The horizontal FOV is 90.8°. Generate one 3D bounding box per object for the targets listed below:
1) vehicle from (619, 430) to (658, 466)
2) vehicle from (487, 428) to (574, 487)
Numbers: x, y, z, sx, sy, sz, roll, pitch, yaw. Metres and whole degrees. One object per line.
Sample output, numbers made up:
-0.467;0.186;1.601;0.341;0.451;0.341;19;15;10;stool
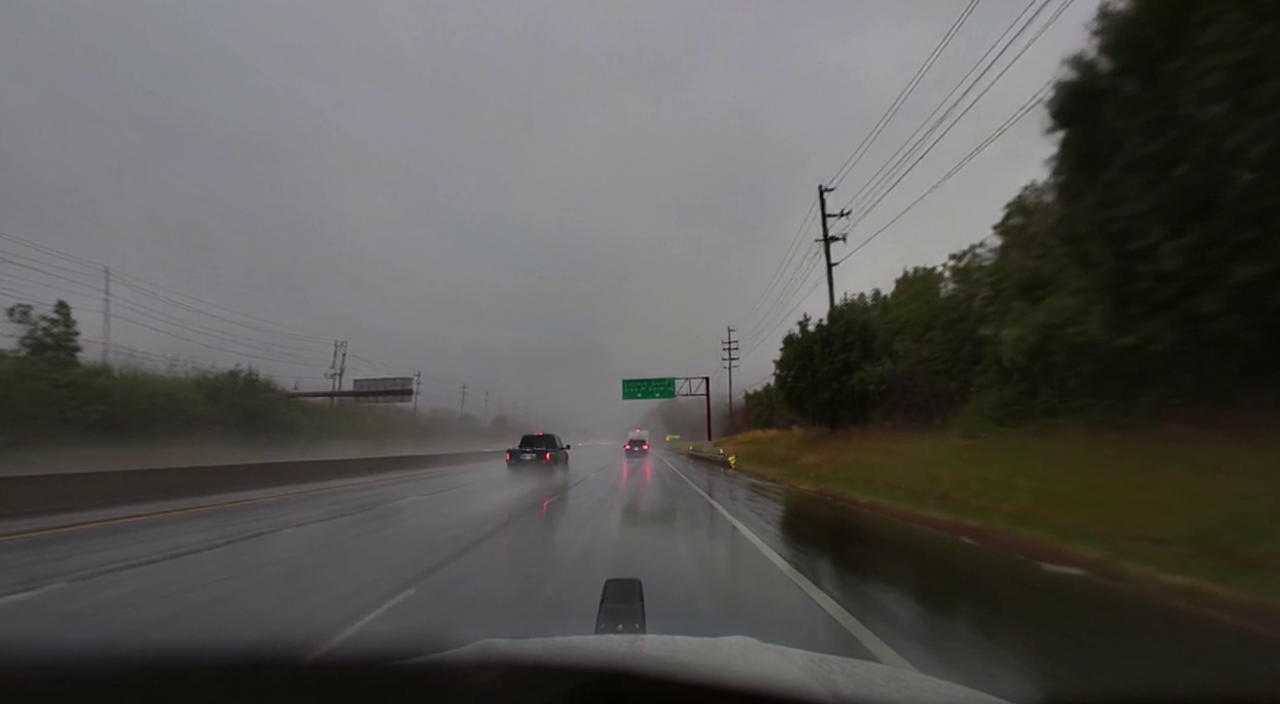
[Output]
-0.132;6.246;41.093;2.358;2.144;4.713;0;-8;-1;vehicle
-3.723;3.722;22.621;2.204;1.812;5.289;0;-8;0;vehicle
